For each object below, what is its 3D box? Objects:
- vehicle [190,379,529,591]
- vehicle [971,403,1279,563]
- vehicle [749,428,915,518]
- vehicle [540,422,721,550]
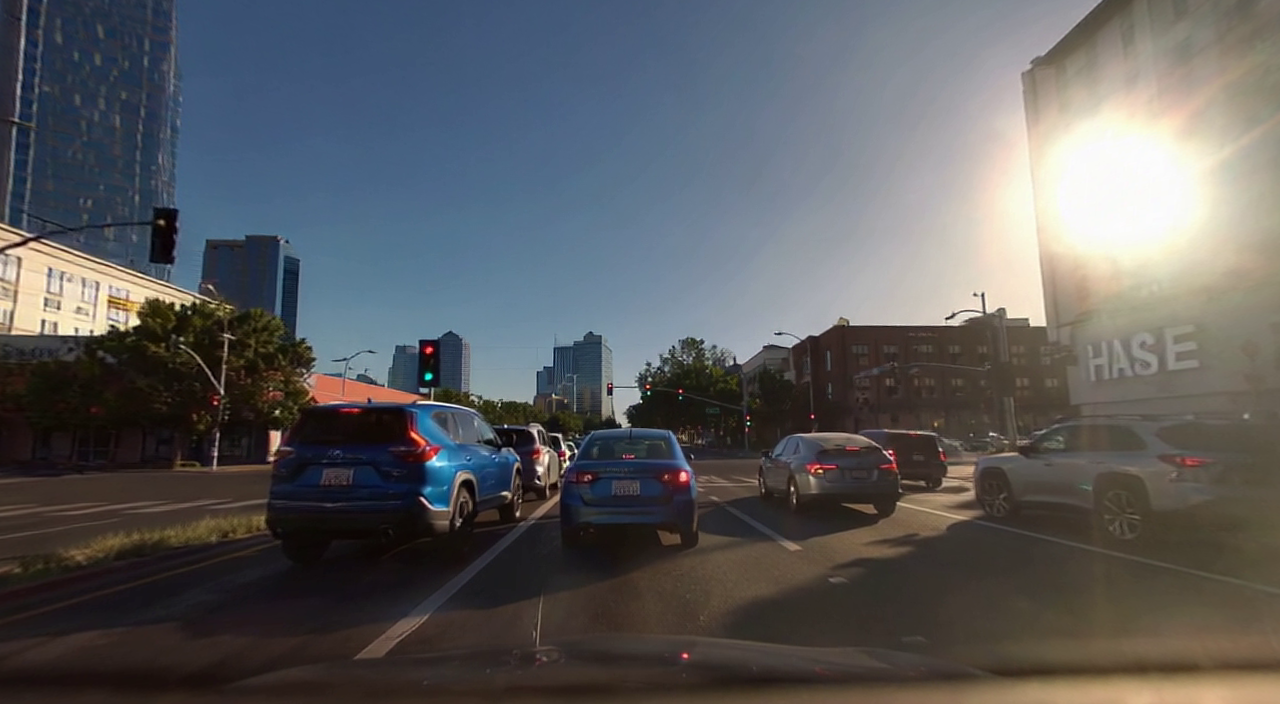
[{"bbox_3d":[-2.849,1.495,7.917,2.064,1.825,4.760,0,-8,0],"label":"vehicle"},{"bbox_3d":[7.247,1.777,9.345,2.068,1.731,4.752,0,-8,0],"label":"vehicle"},{"bbox_3d":[3.578,2.337,12.744,1.861,1.473,4.393,0,-8,-2],"label":"vehicle"},{"bbox_3d":[-0.145,1.859,9.421,2.097,1.480,4.006,0,-8,-1],"label":"vehicle"}]
